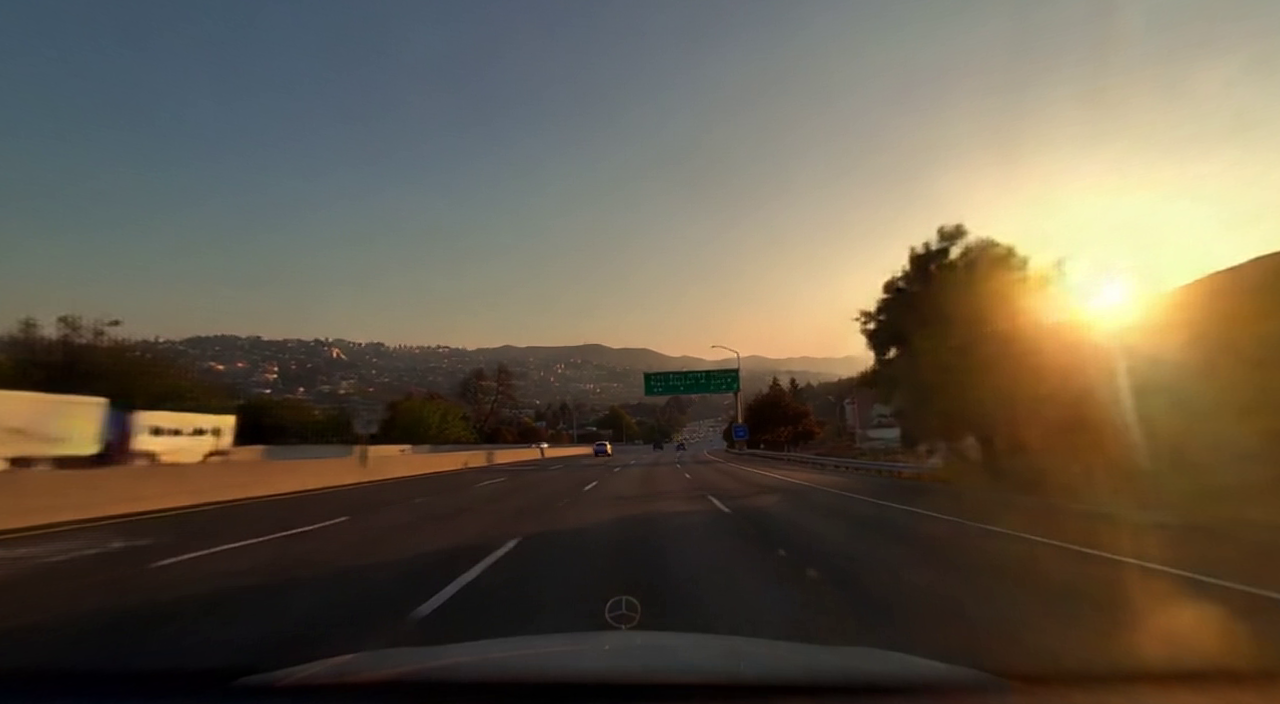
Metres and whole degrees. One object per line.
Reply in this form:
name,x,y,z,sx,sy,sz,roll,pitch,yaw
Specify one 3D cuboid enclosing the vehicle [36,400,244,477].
vehicle,-23.341,4.211,30.317,2.785,3.174,8.521,-1,-9,2
